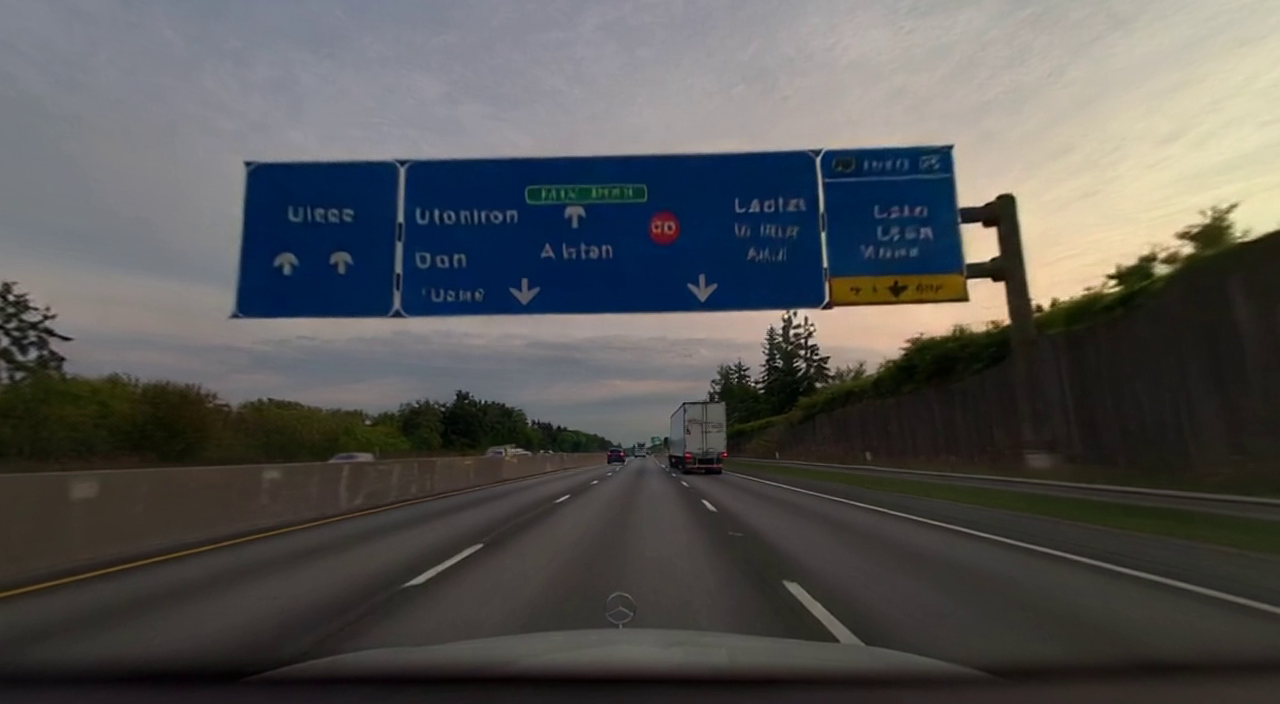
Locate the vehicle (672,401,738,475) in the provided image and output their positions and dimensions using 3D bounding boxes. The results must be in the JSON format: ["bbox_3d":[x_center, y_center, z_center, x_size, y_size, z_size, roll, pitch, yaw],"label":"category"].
[{"bbox_3d":[3.898,5.839,41.680,2.901,4.032,14.338,0,-9,0],"label":"vehicle"}]

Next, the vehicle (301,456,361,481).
[{"bbox_3d":[-20.039,7.557,41.108,1.787,1.474,4.070,0,-9,2],"label":"vehicle"}]
